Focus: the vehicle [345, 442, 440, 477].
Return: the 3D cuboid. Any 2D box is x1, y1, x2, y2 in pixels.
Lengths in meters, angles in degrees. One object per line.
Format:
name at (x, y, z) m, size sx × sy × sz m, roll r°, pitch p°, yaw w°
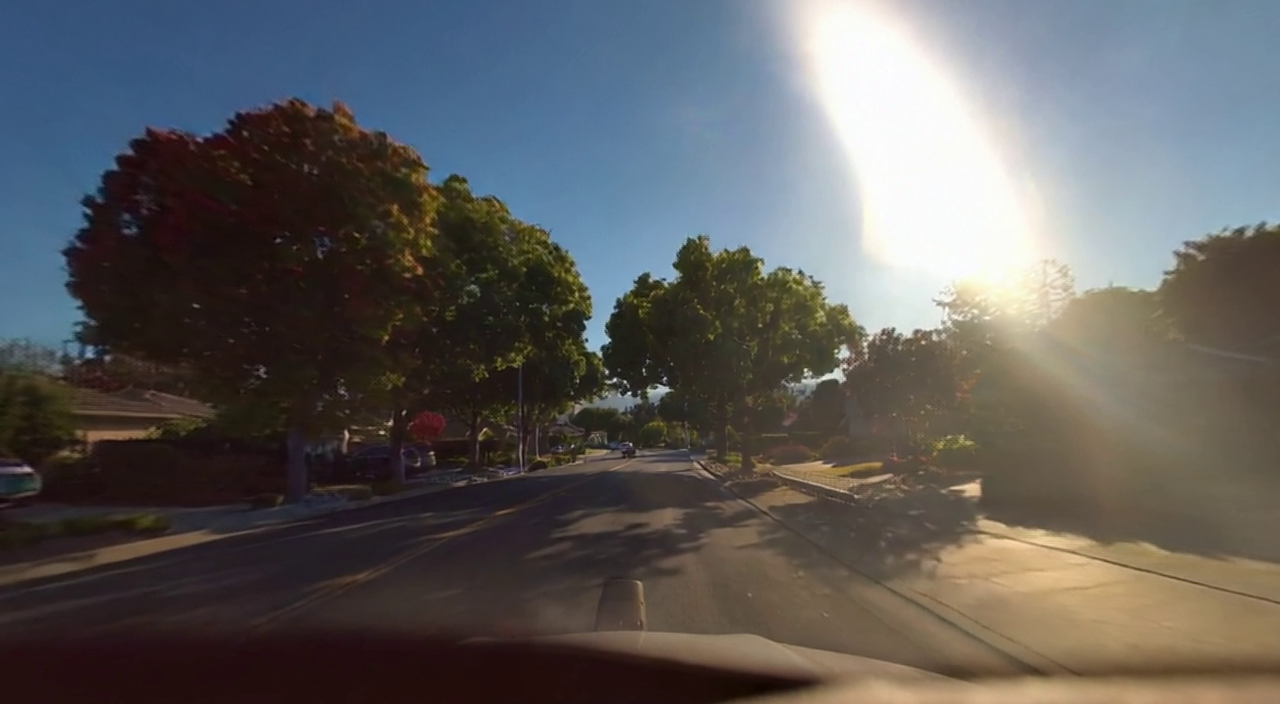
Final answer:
vehicle at (-13.350, 5.816, 34.317) m, size 4.370 × 1.761 × 1.901 m, roll 1°, pitch -9°, yaw -6°
